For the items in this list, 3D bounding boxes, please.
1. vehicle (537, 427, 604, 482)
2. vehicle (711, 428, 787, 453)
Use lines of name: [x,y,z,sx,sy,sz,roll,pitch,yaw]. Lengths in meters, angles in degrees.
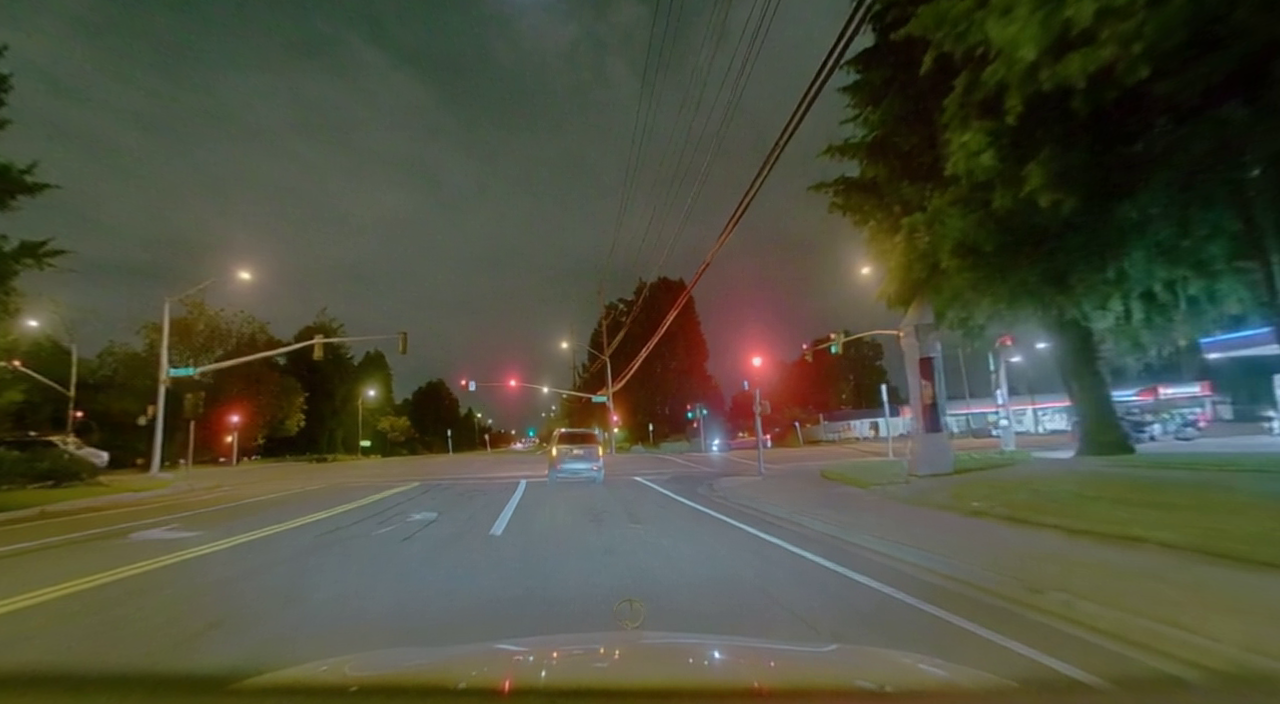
vehicle: [-2.693,3.909,24.096,2.300,1.868,4.690,1,-9,-7]
vehicle: [7.972,6.533,46.252,5.149,1.725,1.964,0,-8,-7]
